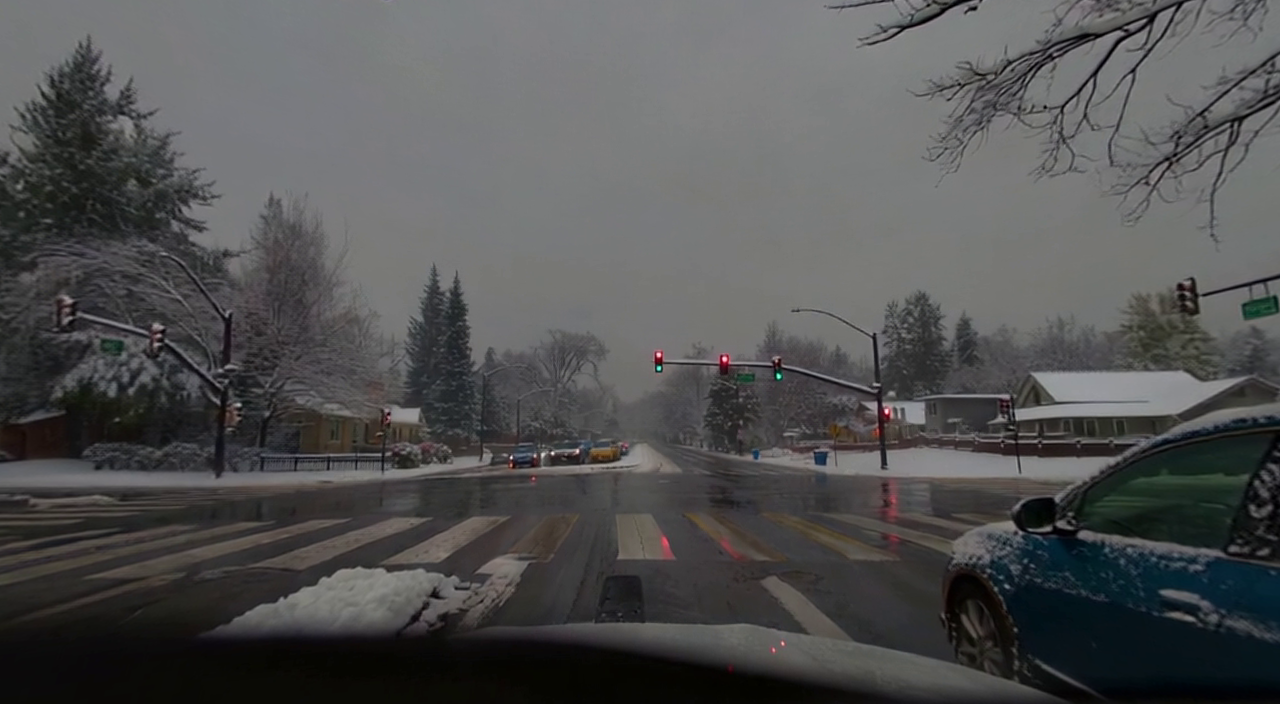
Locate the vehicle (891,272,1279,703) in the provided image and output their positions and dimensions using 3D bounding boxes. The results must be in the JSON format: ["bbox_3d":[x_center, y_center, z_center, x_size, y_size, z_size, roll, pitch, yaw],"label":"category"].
[{"bbox_3d":[2.716,0.711,1.698,2.085,1.800,4.908,0,-9,1],"label":"vehicle"}]

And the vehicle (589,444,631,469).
[{"bbox_3d":[-1.904,6.450,39.184,2.046,1.491,4.118,2,-9,-10],"label":"vehicle"}]

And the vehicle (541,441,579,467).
[{"bbox_3d":[-5.527,7.112,44.309,2.091,1.707,4.157,0,-9,0],"label":"vehicle"}]

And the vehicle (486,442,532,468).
[{"bbox_3d":[-8.938,7.070,43.545,2.028,1.654,5.027,0,-9,1],"label":"vehicle"}]
